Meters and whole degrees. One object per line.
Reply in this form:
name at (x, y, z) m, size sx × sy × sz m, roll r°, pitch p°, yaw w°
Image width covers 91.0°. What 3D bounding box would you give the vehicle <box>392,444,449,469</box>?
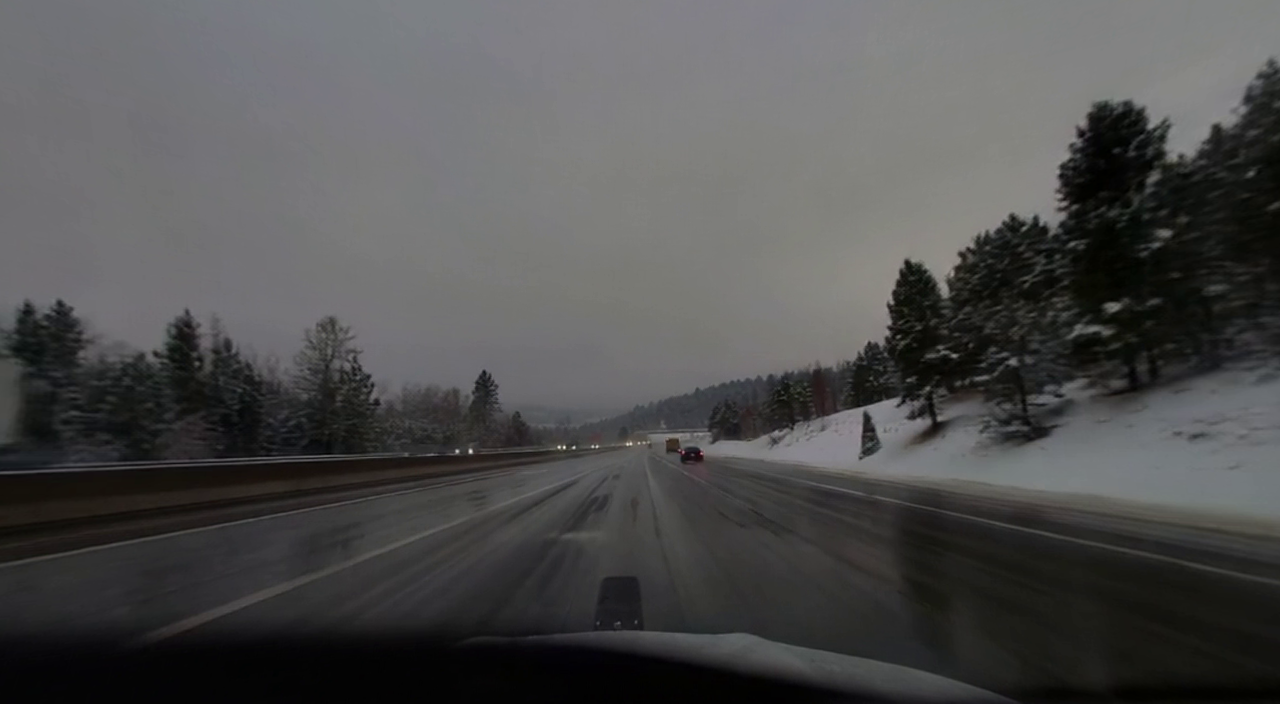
vehicle at (-15.469, 7.364, 44.616) m, size 2.074 × 1.685 × 4.866 m, roll 0°, pitch -9°, yaw 3°
